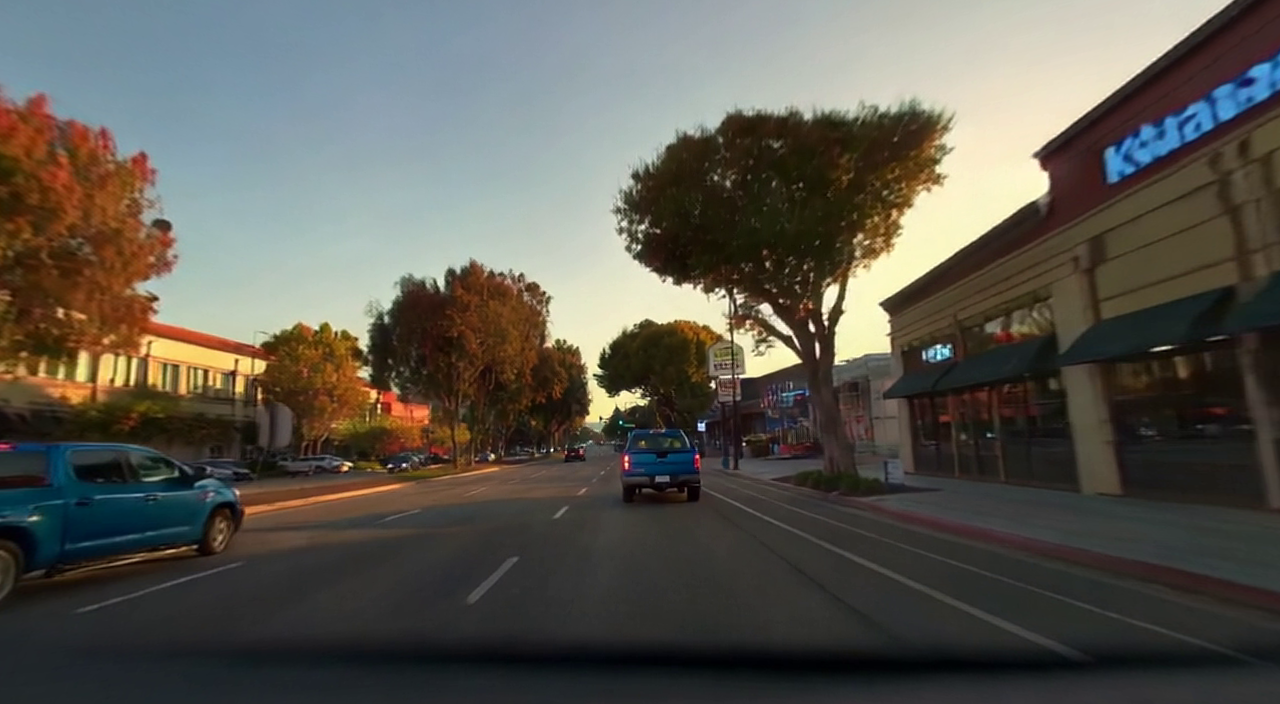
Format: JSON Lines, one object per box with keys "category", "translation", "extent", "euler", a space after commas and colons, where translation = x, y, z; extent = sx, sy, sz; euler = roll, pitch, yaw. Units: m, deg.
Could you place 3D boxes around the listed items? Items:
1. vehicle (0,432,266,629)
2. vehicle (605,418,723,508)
{"category": "vehicle", "translation": [-5.645, 1.459, 5.636], "extent": [1.888, 1.424, 4.553], "euler": [0, -8, -1]}
{"category": "vehicle", "translation": [0.408, 2.868, 16.816], "extent": [2.590, 1.932, 5.776], "euler": [0, -9, -2]}
